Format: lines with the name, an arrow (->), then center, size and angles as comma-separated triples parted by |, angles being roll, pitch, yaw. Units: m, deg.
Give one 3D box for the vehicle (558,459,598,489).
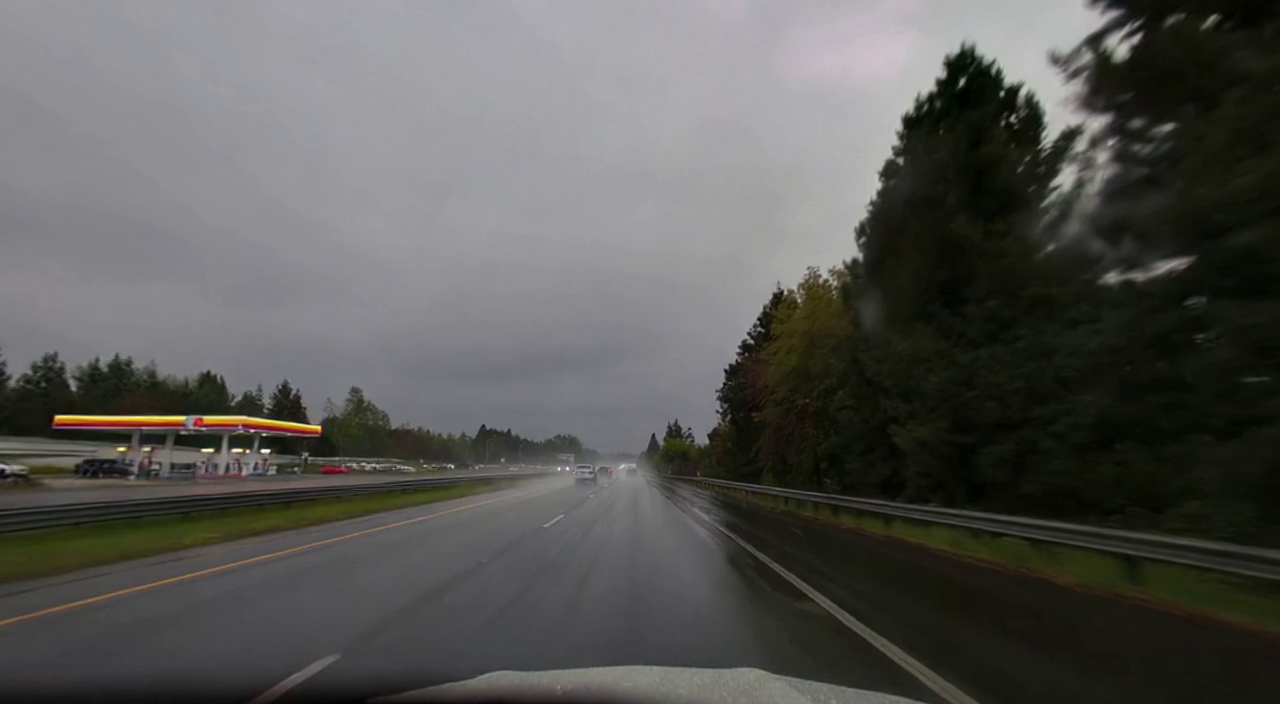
vehicle -> -4.105, 8.201, 42.491 | 2.166, 1.871, 4.536 | 1, -11, 1
